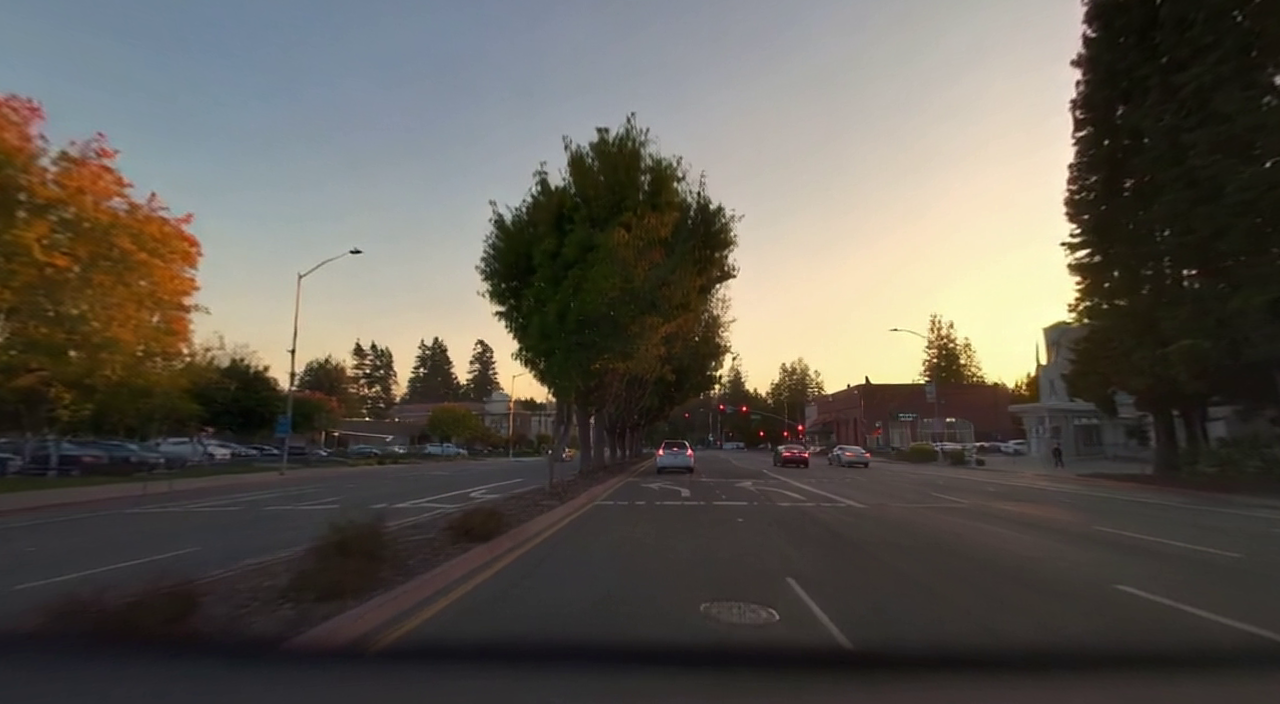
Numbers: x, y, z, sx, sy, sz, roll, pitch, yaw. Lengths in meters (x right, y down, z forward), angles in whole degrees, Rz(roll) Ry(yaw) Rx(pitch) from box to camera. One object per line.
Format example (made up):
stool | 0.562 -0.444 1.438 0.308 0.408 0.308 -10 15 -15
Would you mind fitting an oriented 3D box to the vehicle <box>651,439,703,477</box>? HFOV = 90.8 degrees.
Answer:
vehicle | 1.565 4.493 27.129 2.064 1.477 3.968 0 -8 3
